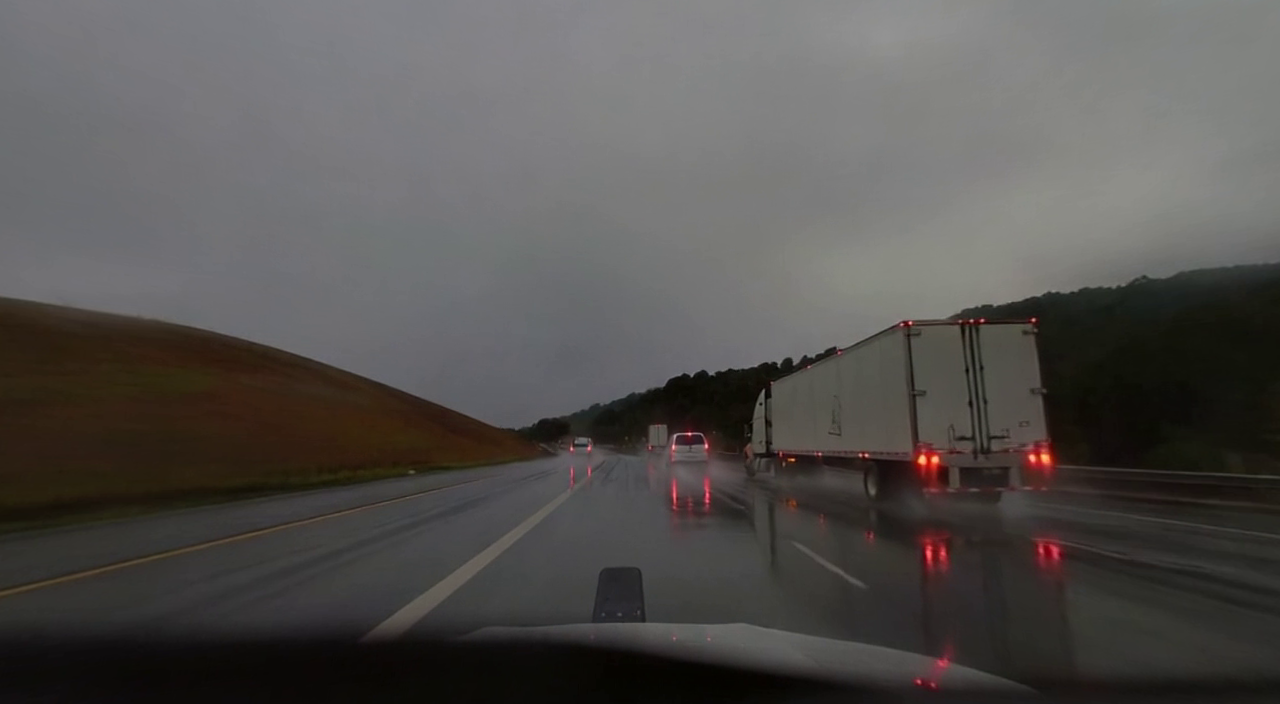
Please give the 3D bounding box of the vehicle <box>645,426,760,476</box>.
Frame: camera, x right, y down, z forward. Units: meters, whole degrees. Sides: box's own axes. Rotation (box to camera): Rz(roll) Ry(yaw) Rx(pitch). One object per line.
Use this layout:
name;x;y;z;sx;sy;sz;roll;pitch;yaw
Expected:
vehicle;2.868;4.703;30.088;5.075;2.277;2.365;0;-9;-4

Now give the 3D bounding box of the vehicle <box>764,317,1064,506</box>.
vehicle;7.611;2.515;22.113;2.935;4.187;16.357;0;-9;-1
